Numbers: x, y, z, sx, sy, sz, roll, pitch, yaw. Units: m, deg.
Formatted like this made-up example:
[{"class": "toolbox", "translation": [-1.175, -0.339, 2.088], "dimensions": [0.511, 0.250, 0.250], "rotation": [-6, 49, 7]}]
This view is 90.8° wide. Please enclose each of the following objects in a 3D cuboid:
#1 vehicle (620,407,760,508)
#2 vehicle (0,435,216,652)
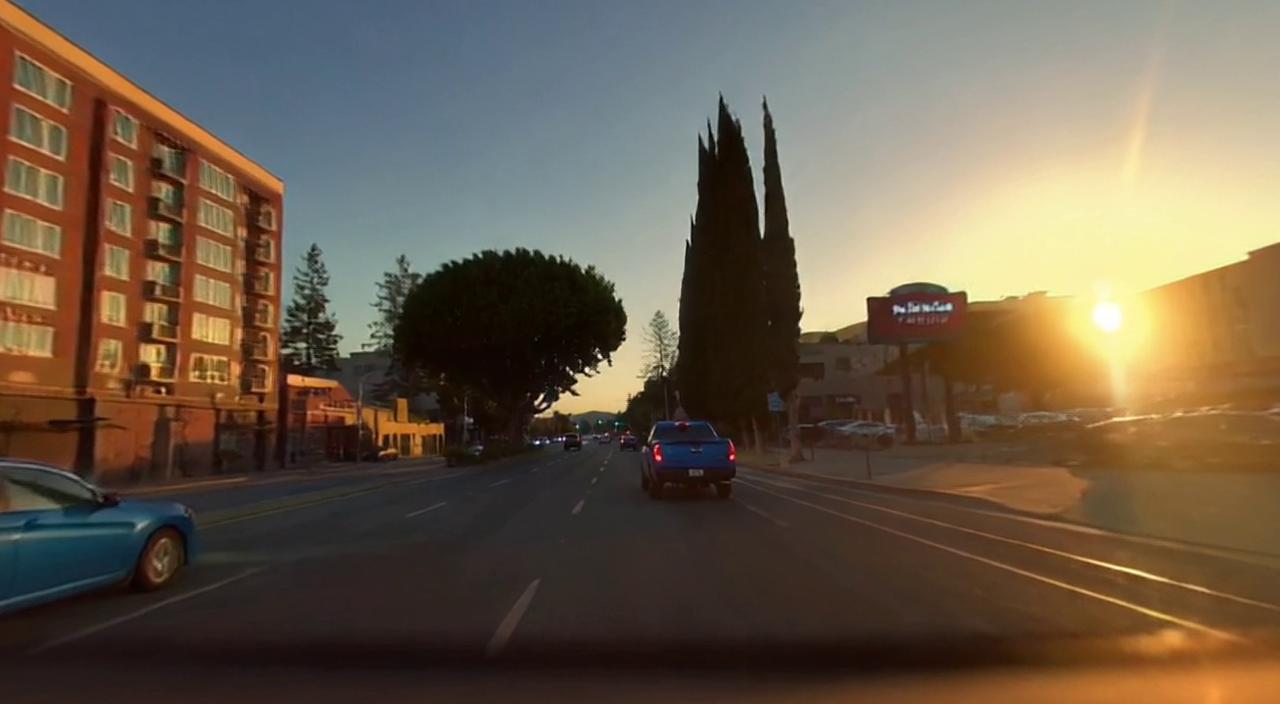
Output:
[{"class": "vehicle", "translation": [0.884, 2.462, 15.204], "dimensions": [2.590, 1.932, 5.776], "rotation": [0, -8, -3]}, {"class": "vehicle", "translation": [-5.198, 1.254, 4.023], "dimensions": [1.888, 1.424, 4.553], "rotation": [0, -8, -1]}]
